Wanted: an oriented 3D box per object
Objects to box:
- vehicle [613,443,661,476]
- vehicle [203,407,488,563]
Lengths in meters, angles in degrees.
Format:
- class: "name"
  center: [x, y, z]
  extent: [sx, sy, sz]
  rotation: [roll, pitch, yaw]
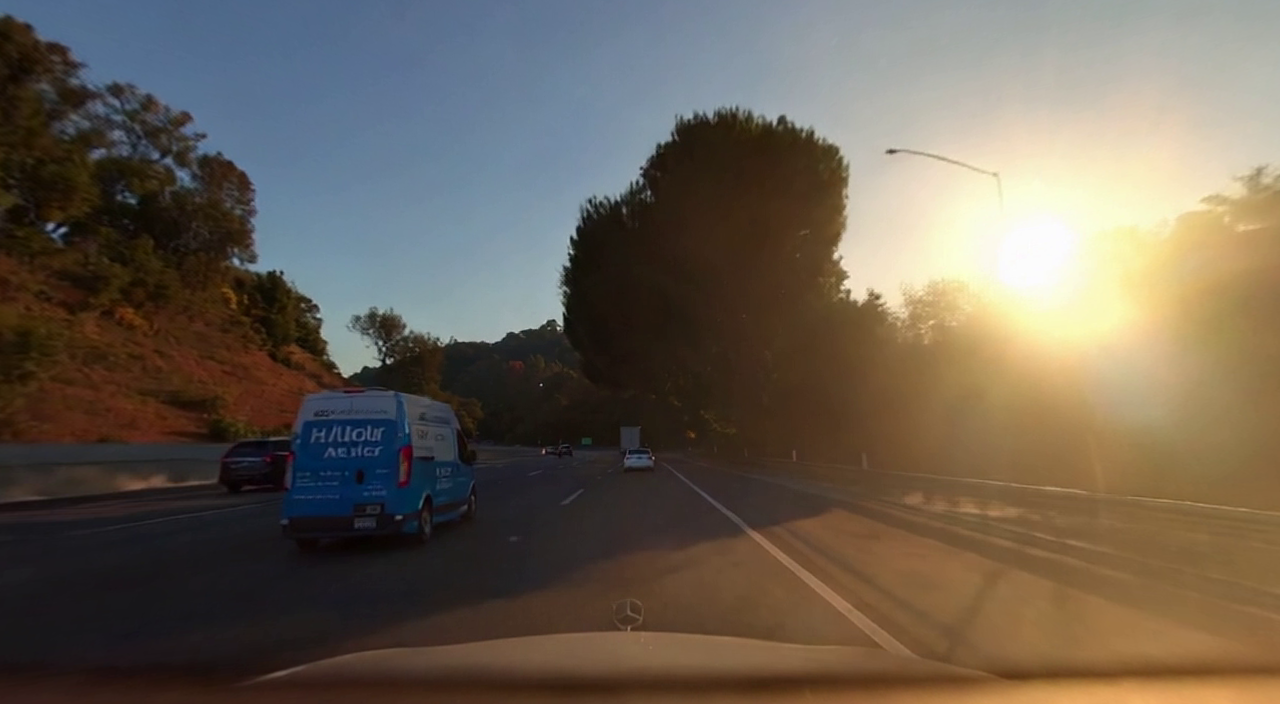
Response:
- class: "vehicle"
  center: [-0.123, 5.288, 31.243]
  extent: [2.238, 1.479, 3.672]
  rotation: [0, -9, 0]
- class: "vehicle"
  center: [-4.178, 1.994, 10.221]
  extent: [2.174, 1.862, 5.012]
  rotation: [0, -9, 0]
